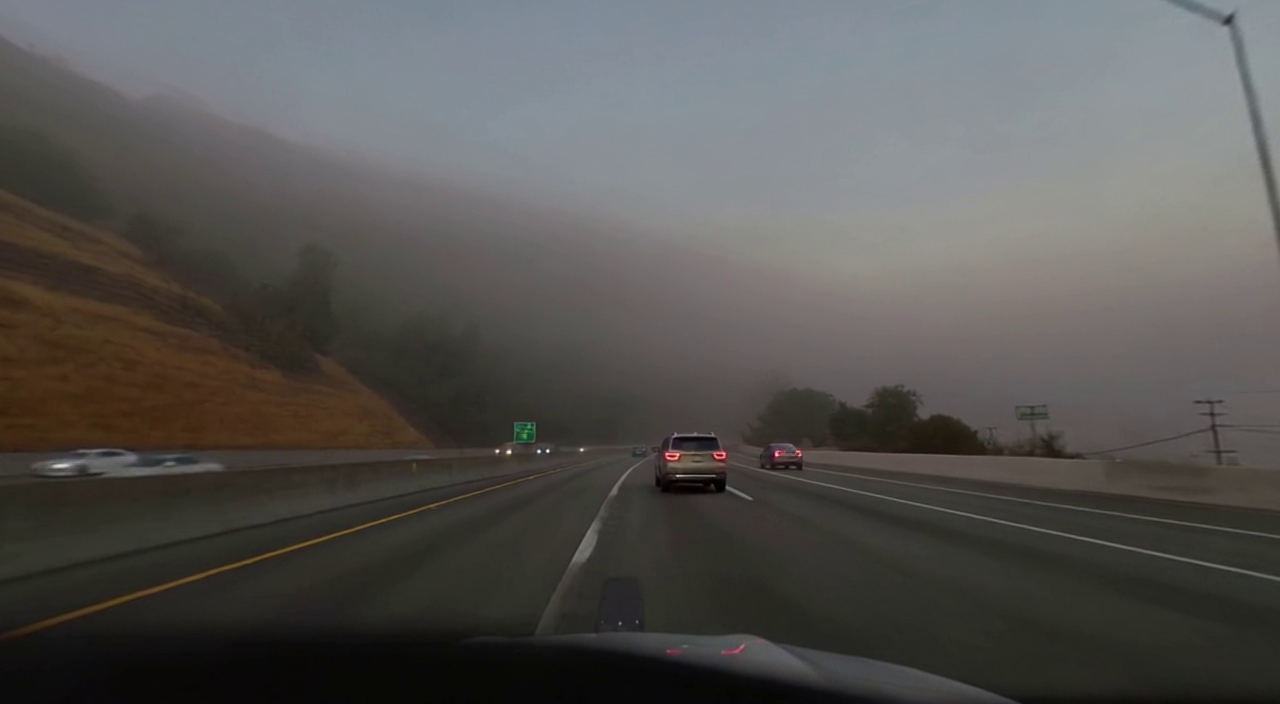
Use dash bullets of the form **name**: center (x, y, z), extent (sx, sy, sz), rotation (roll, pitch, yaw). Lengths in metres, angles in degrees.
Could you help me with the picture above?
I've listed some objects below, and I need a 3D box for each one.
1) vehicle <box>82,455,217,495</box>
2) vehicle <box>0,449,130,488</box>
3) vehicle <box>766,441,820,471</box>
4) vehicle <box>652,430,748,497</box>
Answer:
- **vehicle**: center (-20.313, 5.076, 26.366), extent (1.869, 1.454, 4.622), rotation (0, -8, 1)
- **vehicle**: center (-27.422, 5.461, 29.992), extent (1.910, 1.651, 5.041), rotation (0, -8, 1)
- **vehicle**: center (9.153, 6.236, 38.027), extent (2.043, 1.714, 4.453), rotation (0, -8, -1)
- **vehicle**: center (1.625, 3.288, 18.937), extent (2.318, 1.766, 4.587), rotation (0, -8, -1)
